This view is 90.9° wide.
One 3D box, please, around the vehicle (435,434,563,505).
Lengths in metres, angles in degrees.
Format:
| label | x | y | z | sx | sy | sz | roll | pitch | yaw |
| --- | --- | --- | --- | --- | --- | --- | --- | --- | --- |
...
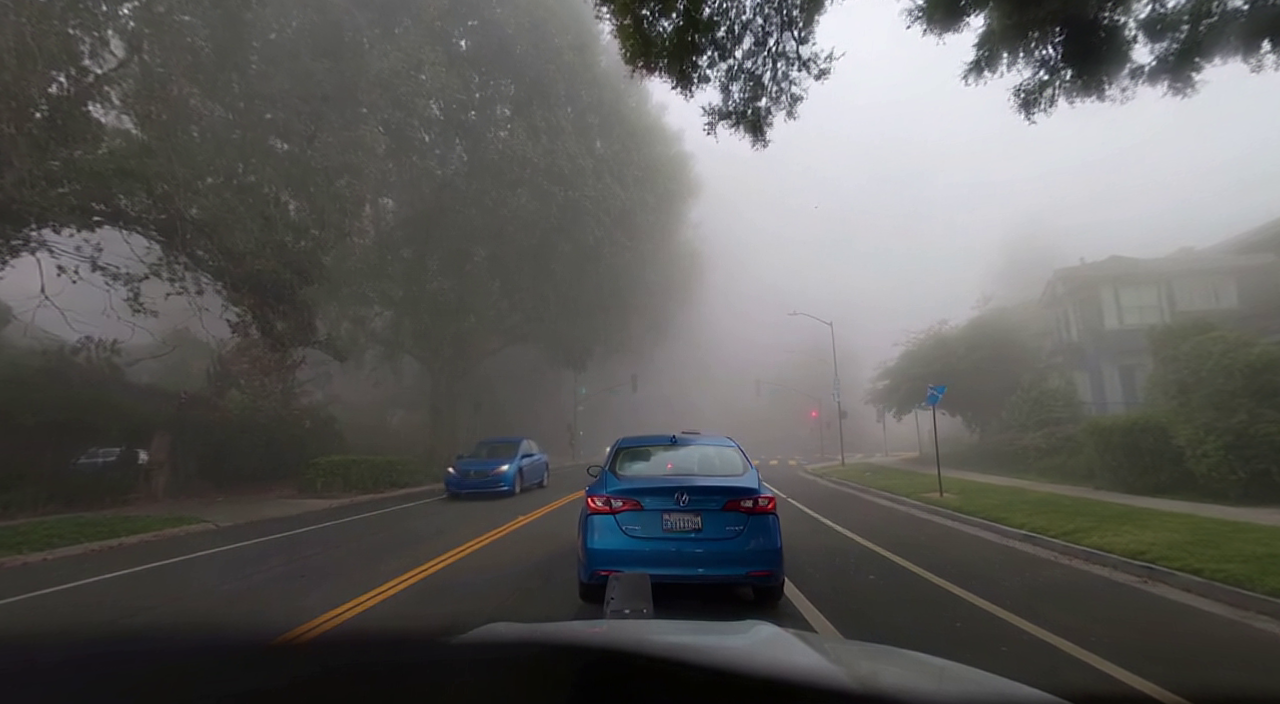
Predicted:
| label | x | y | z | sx | sy | sz | roll | pitch | yaw |
| --- | --- | --- | --- | --- | --- | --- | --- | --- | --- |
| vehicle | -3.611 | 3.132 | 17.035 | 2.160 | 1.507 | 4.470 | -5 | -10 | 4 |

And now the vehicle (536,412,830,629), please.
| label | x | y | z | sx | sy | sz | roll | pitch | yaw |
| --- | --- | --- | --- | --- | --- | --- | --- | --- | --- |
| vehicle | 0.338 | 1.480 | 6.489 | 2.070 | 1.516 | 3.936 | 0 | -8 | 1 |

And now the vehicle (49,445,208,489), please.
| label | x | y | z | sx | sy | sz | roll | pitch | yaw |
| --- | --- | --- | --- | --- | --- | --- | --- | --- | --- |
| vehicle | -18.108 | 4.069 | 22.414 | 4.069 | 1.445 | 2.063 | -2 | -9 | 8 |
